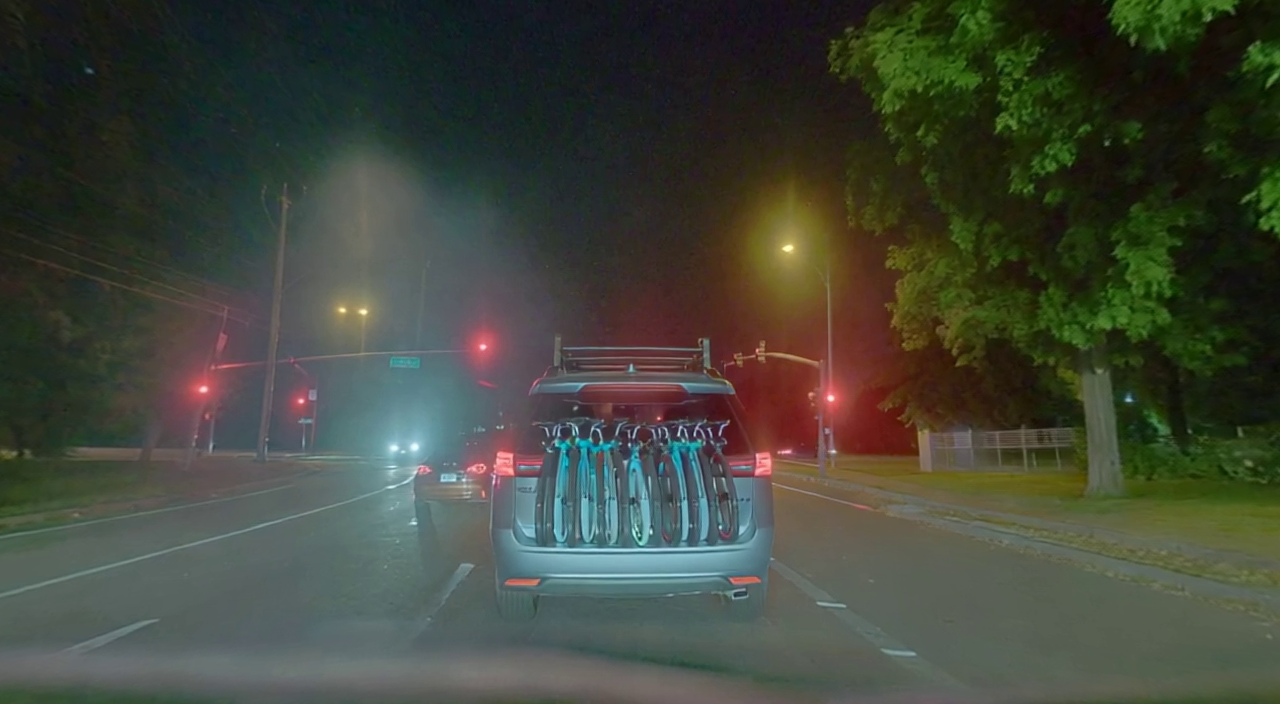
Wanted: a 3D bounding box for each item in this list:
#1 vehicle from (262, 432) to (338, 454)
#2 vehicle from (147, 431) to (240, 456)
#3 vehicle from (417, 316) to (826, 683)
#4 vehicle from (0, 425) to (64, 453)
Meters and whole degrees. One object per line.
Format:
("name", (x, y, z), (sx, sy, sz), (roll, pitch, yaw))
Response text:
("vehicle", (-25.954, 6.961, 48.317), (4.576, 1.632, 1.960), (1, -9, -8))
("vehicle", (-28.734, 5.922, 40.768), (4.435, 1.574, 1.816), (1, -9, -9))
("vehicle", (-0.247, 1.162, 6.019), (2.333, 2.087, 4.586), (1, -8, -4))
("vehicle", (-38.228, 5.338, 38.689), (3.926, 1.536, 1.731), (-1, -9, -7))
